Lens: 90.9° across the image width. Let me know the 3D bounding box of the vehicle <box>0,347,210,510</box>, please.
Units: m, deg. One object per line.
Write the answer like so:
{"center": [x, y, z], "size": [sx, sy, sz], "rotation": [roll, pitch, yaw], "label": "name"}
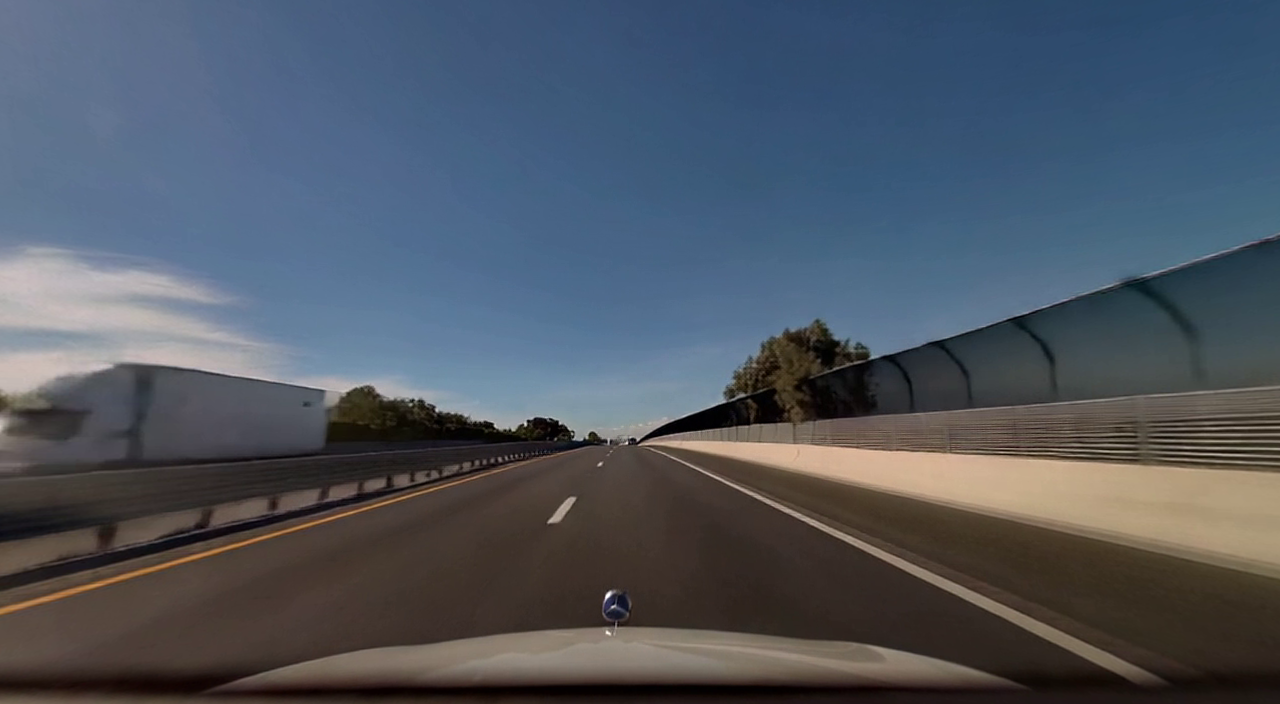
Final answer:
{"center": [-16.296, 2.231, 18.227], "size": [3.068, 3.877, 6.541], "rotation": [0, -8, -1], "label": "vehicle"}
